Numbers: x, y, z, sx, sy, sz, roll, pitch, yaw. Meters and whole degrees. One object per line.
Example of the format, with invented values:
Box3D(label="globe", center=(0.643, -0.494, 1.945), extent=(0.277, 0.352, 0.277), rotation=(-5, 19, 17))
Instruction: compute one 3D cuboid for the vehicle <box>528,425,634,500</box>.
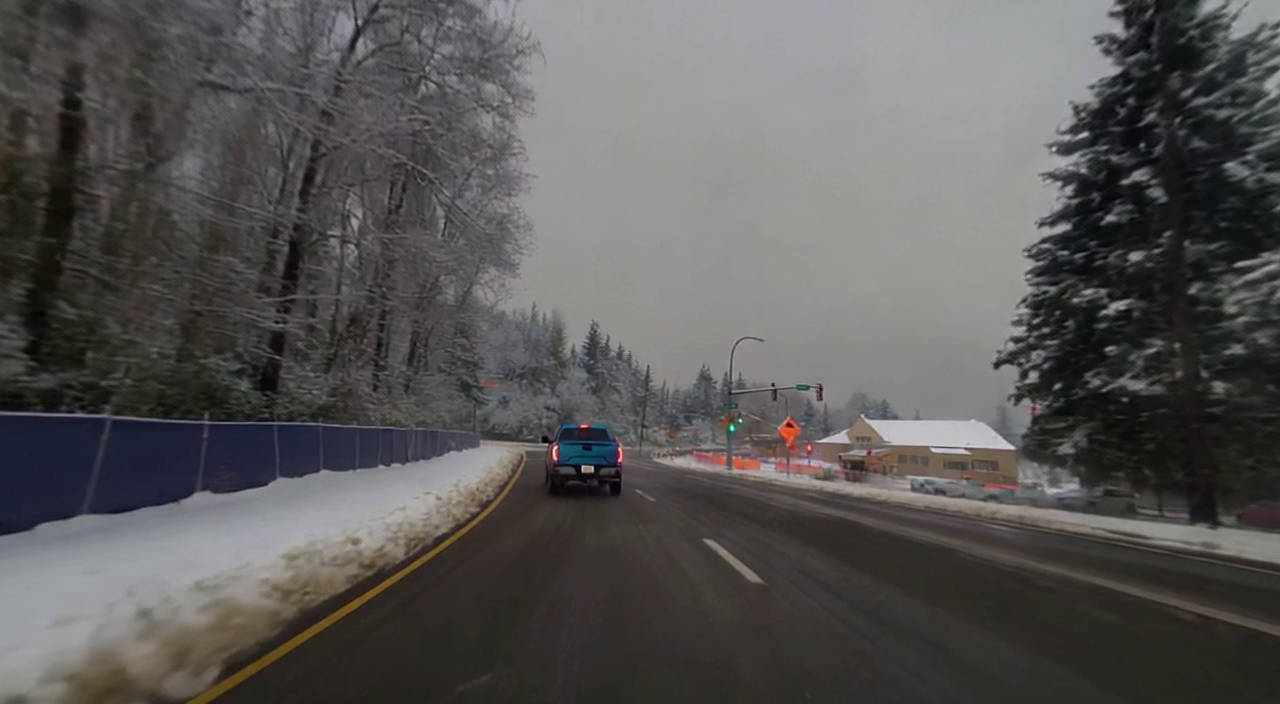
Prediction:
Box3D(label="vehicle", center=(-1.565, 2.935, 17.243), extent=(2.436, 1.698, 5.322), rotation=(0, -8, -4))

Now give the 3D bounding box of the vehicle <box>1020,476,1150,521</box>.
Box3D(label="vehicle", center=(19.100, 6.290, 27.383), extent=(1.884, 1.622, 4.485), rotation=(3, -10, -10))

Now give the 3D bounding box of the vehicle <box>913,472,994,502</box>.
Box3D(label="vehicle", center=(17.851, 7.711, 36.129), extent=(1.808, 1.467, 4.360), rotation=(3, -10, -11))
